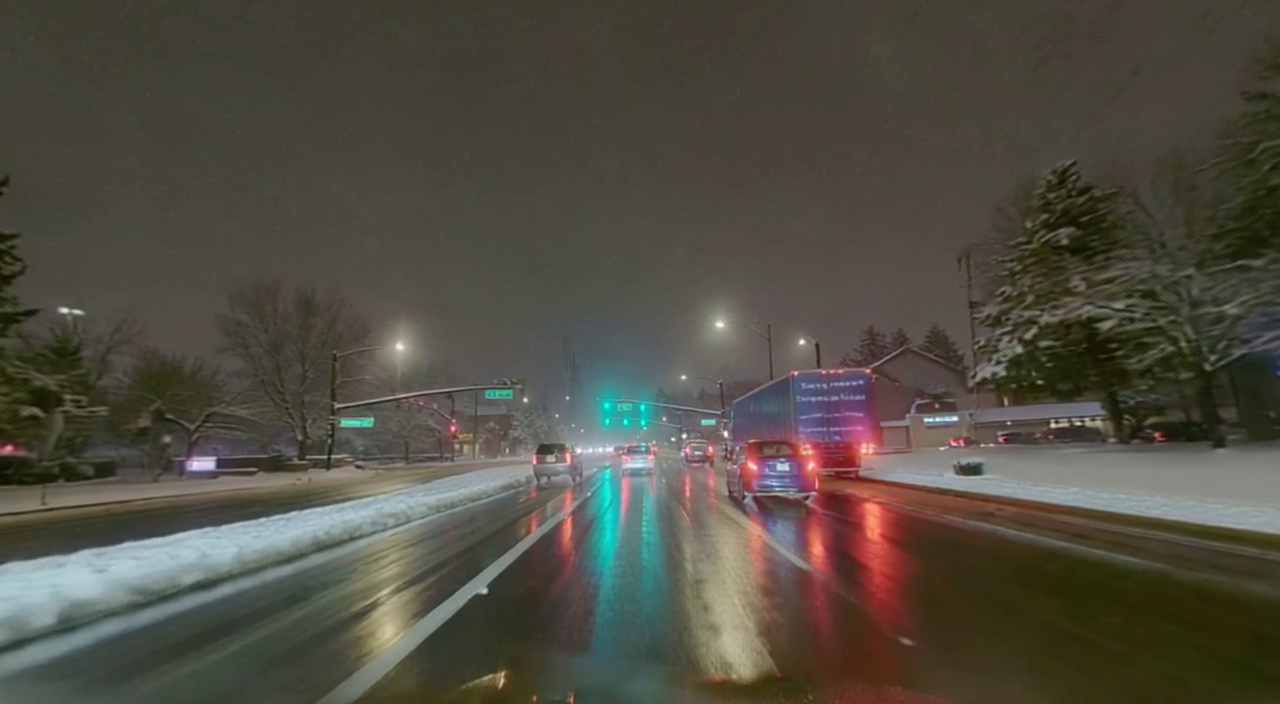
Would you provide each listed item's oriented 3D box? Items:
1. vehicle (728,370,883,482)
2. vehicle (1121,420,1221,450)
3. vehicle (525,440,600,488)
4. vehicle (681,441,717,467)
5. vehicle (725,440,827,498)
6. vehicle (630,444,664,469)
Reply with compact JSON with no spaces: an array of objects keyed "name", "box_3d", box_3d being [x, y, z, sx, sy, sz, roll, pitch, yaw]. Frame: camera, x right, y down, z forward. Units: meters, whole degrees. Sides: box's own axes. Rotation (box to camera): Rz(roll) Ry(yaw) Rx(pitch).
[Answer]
[{"name":"vehicle","box_3d":[7.568,4.113,32.950,3.383,4.268,17.469,0,-8,0]},{"name":"vehicle","box_3d":[36.390,5.707,43.269,5.045,1.644,1.906,-3,-8,-2]},{"name":"vehicle","box_3d":[-2.639,3.948,22.630,2.003,1.509,4.396,-1,-8,2]},{"name":"vehicle","box_3d":[3.915,6.879,42.661,2.050,1.683,3.990,0,-8,0]},{"name":"vehicle","box_3d":[3.782,3.308,18.302,1.972,1.452,4.189,0,-8,-1]},{"name":"vehicle","box_3d":[0.403,6.678,40.419,2.020,1.461,4.326,0,-8,-1]}]
